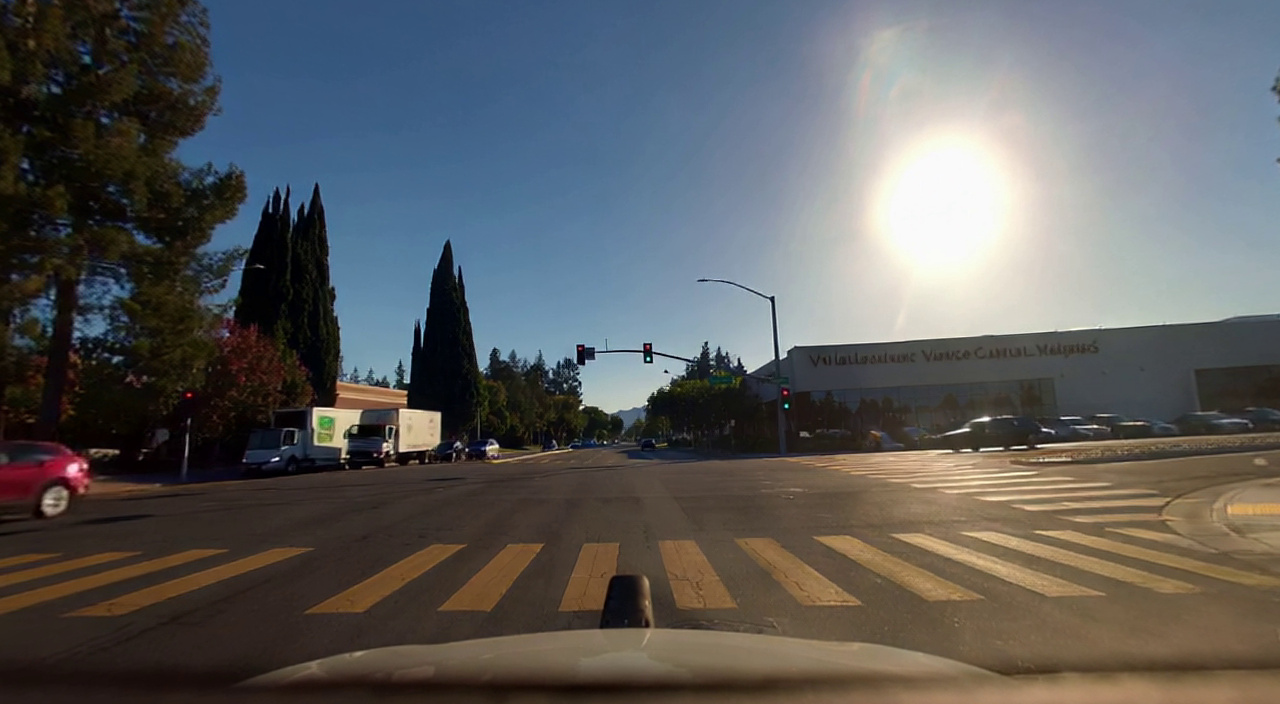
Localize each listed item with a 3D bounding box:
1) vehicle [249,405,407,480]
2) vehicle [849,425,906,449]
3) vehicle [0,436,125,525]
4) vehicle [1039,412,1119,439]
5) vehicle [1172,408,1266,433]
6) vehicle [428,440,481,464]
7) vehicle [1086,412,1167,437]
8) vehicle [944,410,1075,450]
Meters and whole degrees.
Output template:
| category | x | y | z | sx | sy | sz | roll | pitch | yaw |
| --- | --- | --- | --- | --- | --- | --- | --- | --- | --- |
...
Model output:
| category | x | y | z | sx | sy | sz | roll | pitch | yaw |
| --- | --- | --- | --- | --- | --- | --- | --- | --- | --- |
| vehicle | -16.596 | 5.050 | 34.967 | 3.161 | 3.455 | 11.058 | 0 | -8 | 0 |
| vehicle | 17.416 | 6.246 | 46.318 | 3.329 | 1.415 | 1.821 | -6 | -9 | 2 |
| vehicle | -11.757 | 2.196 | 10.793 | 1.996 | 1.489 | 4.566 | 0 | -8 | 0 |
| vehicle | 28.953 | 4.901 | 41.760 | 2.070 | 1.652 | 4.408 | 0 | -8 | -1 |
| vehicle | 38.351 | 4.606 | 41.919 | 1.715 | 1.480 | 4.701 | 0 | -8 | -1 |
| vehicle | -12.077 | 6.539 | 41.367 | 1.996 | 1.482 | 4.772 | 0 | -8 | 0 |
| vehicle | 31.375 | 4.727 | 40.800 | 1.823 | 1.480 | 4.003 | 0 | -8 | -3 |
| vehicle | 16.334 | 3.490 | 28.043 | 4.566 | 1.670 | 2.000 | 0 | -8 | -3 |
